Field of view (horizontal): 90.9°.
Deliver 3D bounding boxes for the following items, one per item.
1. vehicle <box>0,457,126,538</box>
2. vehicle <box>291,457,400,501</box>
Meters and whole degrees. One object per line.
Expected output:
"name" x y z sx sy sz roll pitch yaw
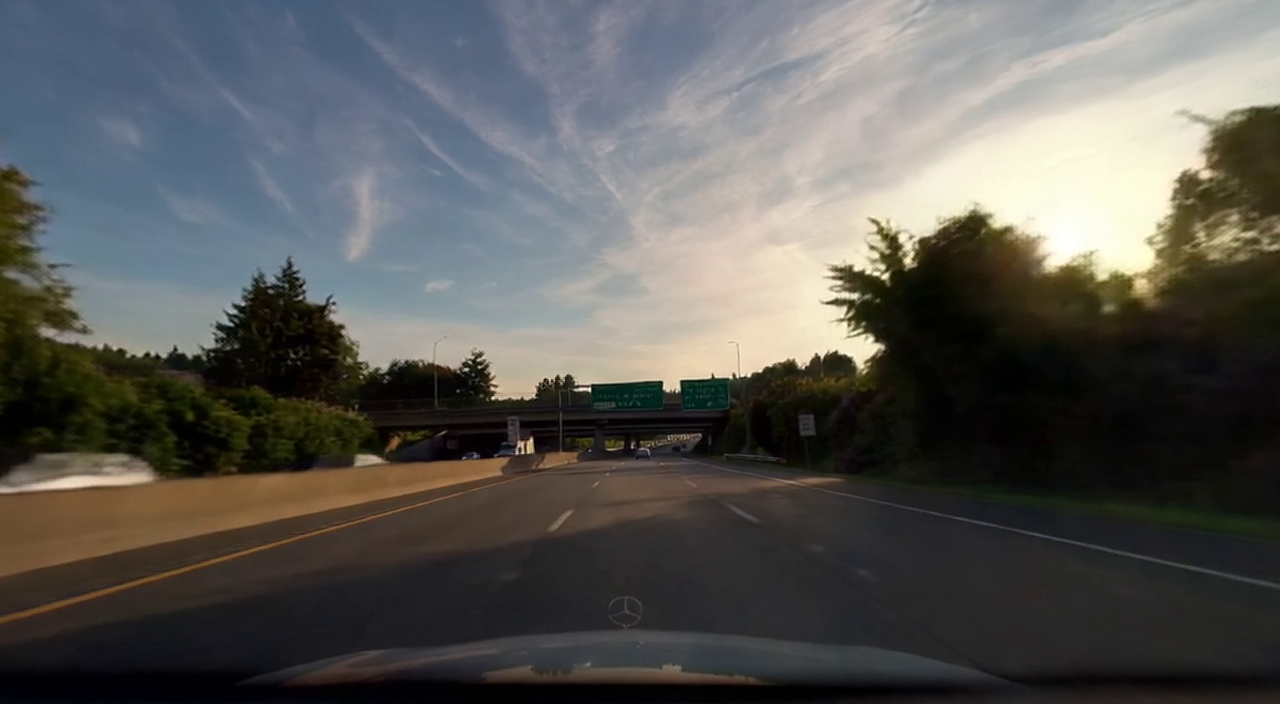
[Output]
"vehicle" -14.572 3.277 14.355 1.983 1.652 4.376 0 -9 0
"vehicle" -11.252 4.868 24.527 1.996 1.473 4.598 0 -9 0
